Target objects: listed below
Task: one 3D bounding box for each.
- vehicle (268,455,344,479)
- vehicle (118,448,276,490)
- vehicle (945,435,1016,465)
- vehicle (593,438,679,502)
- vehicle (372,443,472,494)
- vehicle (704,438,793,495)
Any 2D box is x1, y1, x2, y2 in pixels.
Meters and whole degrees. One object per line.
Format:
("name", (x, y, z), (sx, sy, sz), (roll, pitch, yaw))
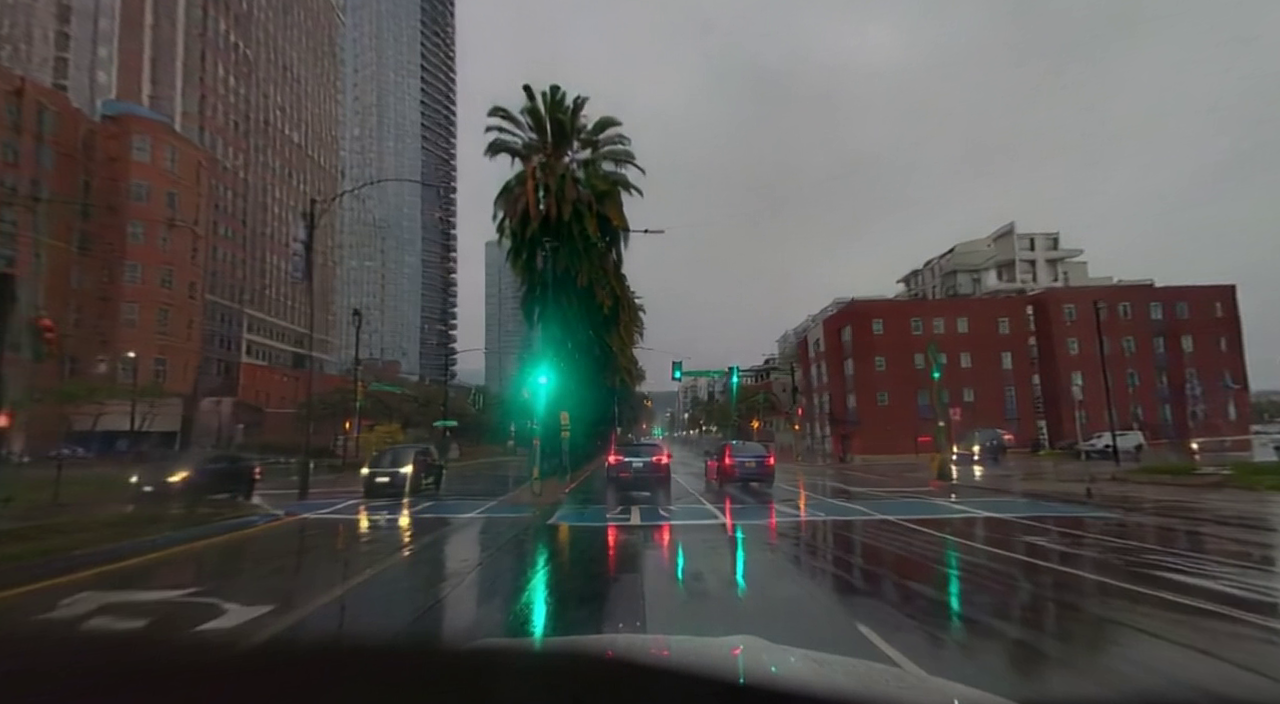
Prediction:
("vehicle", (-22.061, 7.585, 41.912), (1.844, 1.478, 4.618), (-2, -9, 12))
("vehicle", (-17.144, 4.538, 24.663), (4.641, 1.502, 1.882), (1, -9, -6))
("vehicle", (20.060, 5.814, 37.477), (1.959, 1.674, 4.706), (-1, -9, 6))
("vehicle", (-0.111, 3.099, 16.981), (2.048, 1.503, 3.681), (0, -9, -1))
("vehicle", (-7.427, 3.842, 21.242), (1.977, 1.501, 4.435), (6, -10, -35))
("vehicle", (3.096, 3.354, 18.744), (1.909, 1.500, 3.524), (0, -9, -1))
